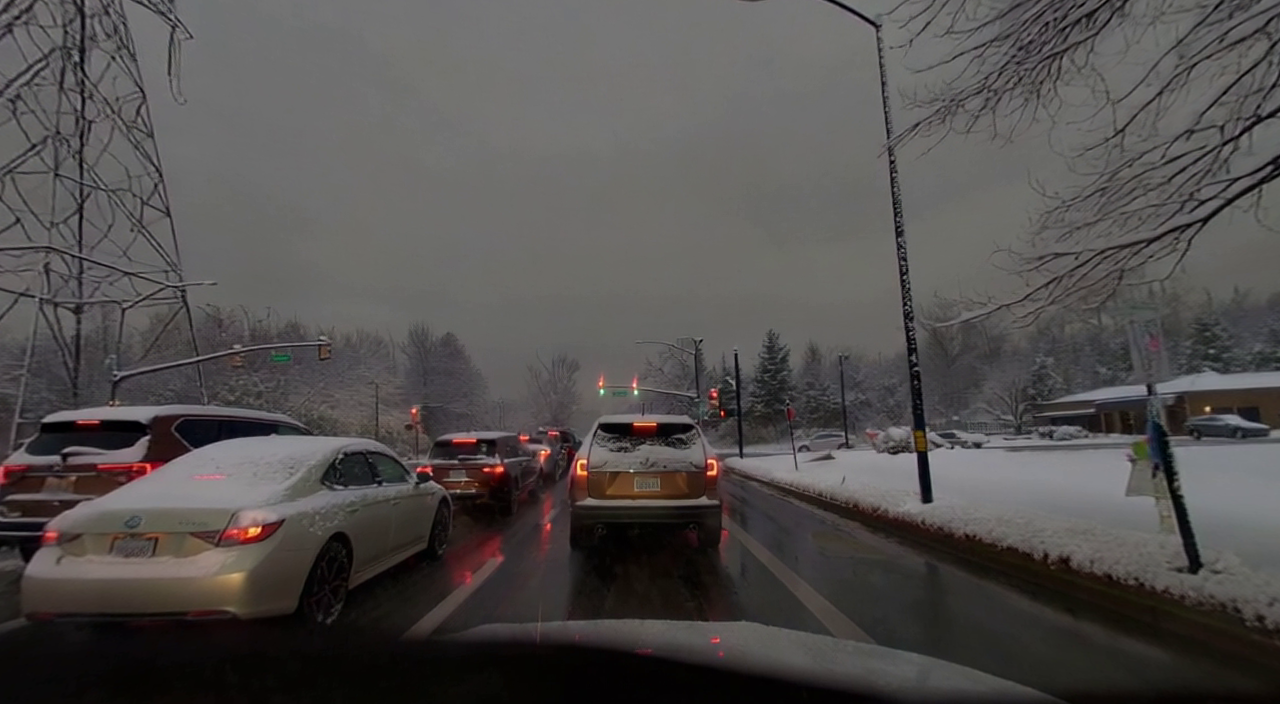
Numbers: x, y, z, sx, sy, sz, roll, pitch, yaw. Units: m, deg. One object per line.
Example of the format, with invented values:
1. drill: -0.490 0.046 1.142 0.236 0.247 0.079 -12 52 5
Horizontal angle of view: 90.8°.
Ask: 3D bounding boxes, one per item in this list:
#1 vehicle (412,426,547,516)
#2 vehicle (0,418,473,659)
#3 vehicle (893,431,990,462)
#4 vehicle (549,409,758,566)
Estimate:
1. vehicle: -3.259 2.492 13.683 1.997 1.636 3.760 0 -8 -1
2. vehicle: -3.181 1.484 6.214 1.973 1.469 4.448 0 -8 -1
3. vehicle: 15.084 4.741 31.731 3.858 1.437 1.899 0 -8 -5
4. vehicle: 0.086 1.757 8.957 2.239 1.661 4.224 0 -8 -2
